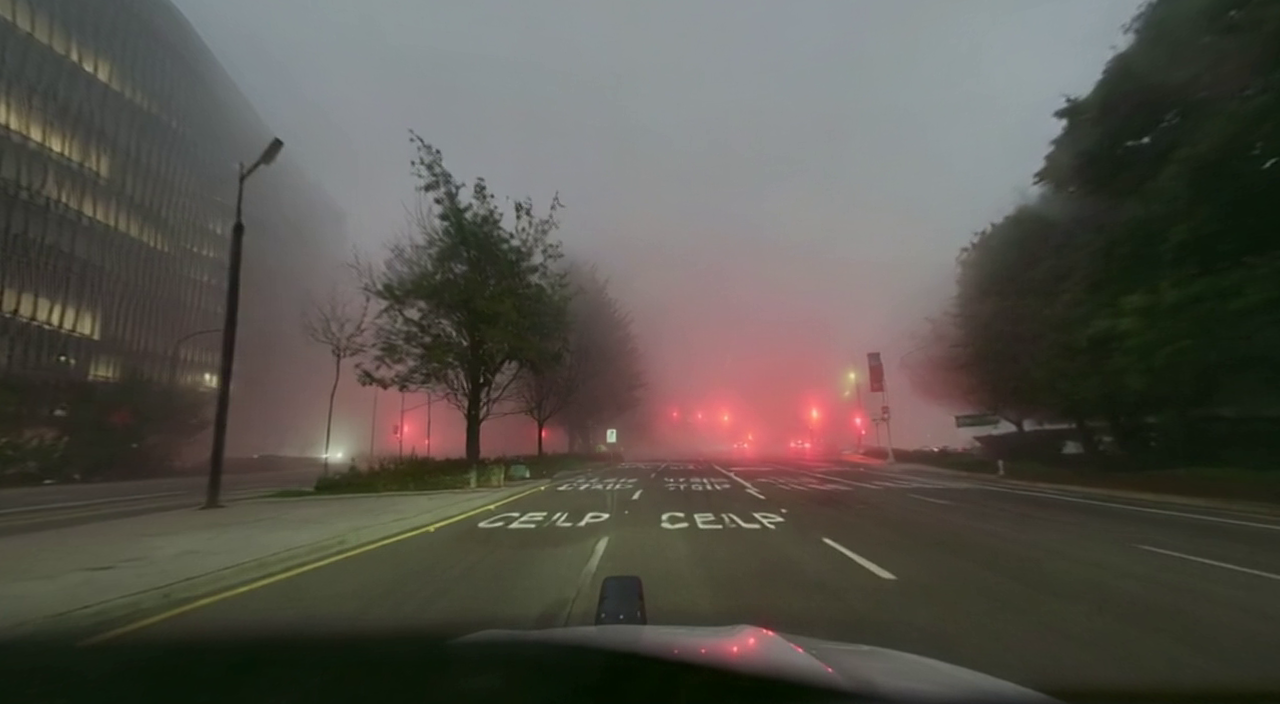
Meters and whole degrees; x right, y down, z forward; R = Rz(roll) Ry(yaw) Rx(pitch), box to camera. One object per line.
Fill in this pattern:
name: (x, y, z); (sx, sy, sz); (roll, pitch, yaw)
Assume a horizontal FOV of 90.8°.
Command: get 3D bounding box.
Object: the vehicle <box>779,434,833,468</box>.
vehicle: (9.853, 5.917, 37.933); (2.156, 1.881, 4.743); (0, -8, 2)
